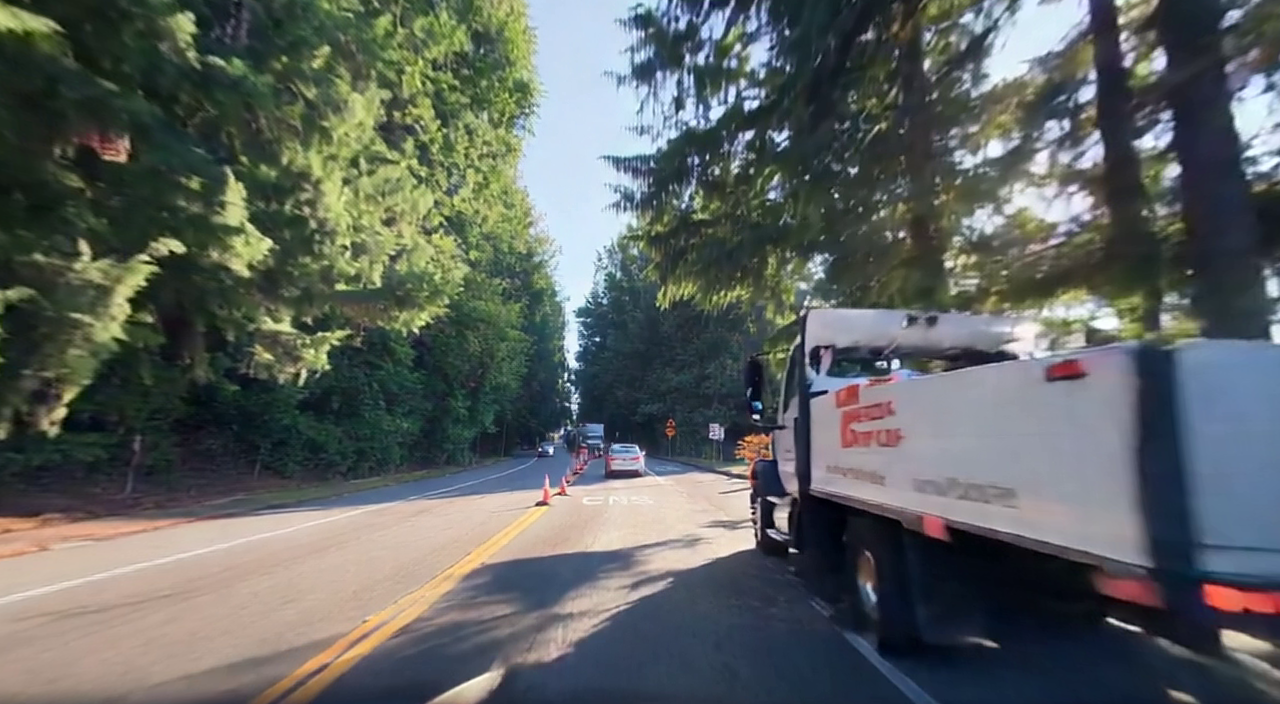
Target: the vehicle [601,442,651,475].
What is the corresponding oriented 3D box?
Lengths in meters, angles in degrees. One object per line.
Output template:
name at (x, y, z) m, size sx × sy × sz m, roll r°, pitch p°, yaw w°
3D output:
vehicle at (-0.683, 5.104, 30.373) m, size 2.186 × 1.463 × 4.356 m, roll 0°, pitch -9°, yaw -2°
